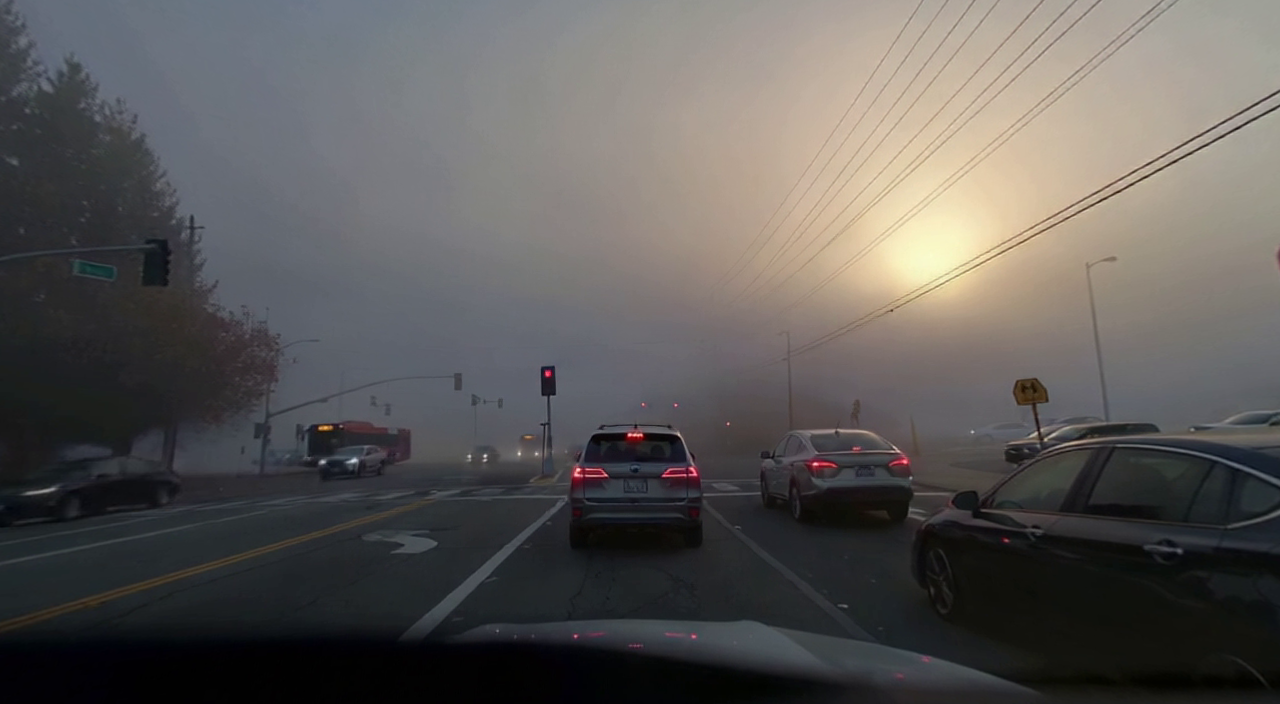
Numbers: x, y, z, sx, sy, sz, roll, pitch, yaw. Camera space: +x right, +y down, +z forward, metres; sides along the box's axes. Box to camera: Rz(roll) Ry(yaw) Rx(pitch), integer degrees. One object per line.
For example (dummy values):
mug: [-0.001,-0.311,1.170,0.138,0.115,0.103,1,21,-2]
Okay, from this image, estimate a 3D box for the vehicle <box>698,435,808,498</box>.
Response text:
vehicle: [2.889,3.051,17.254,2.040,1.481,4.407,0,-9,-2]

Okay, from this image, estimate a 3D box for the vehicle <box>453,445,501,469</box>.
vehicle: [-10.798,6.989,42.210,1.976,1.483,4.630,0,-9,0]

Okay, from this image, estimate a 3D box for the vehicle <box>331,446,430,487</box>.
vehicle: [-10.486,4.628,25.975,2.030,1.498,4.690,0,-9,0]

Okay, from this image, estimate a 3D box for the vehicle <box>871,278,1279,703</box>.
vehicle: [3.093,0.863,3.330,2.049,1.813,4.245,0,-9,-1]

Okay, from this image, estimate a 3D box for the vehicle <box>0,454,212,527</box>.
vehicle: [-13.411,3.350,15.932,1.967,1.486,4.701,0,-9,0]

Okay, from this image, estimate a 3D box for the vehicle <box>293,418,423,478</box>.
vehicle: [-18.607,6.525,43.139,3.010,3.475,12.655,0,-9,0]

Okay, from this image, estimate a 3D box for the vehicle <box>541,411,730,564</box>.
vehicle: [-0.102,1.810,9.112,2.087,1.677,4.053,0,-9,-1]
